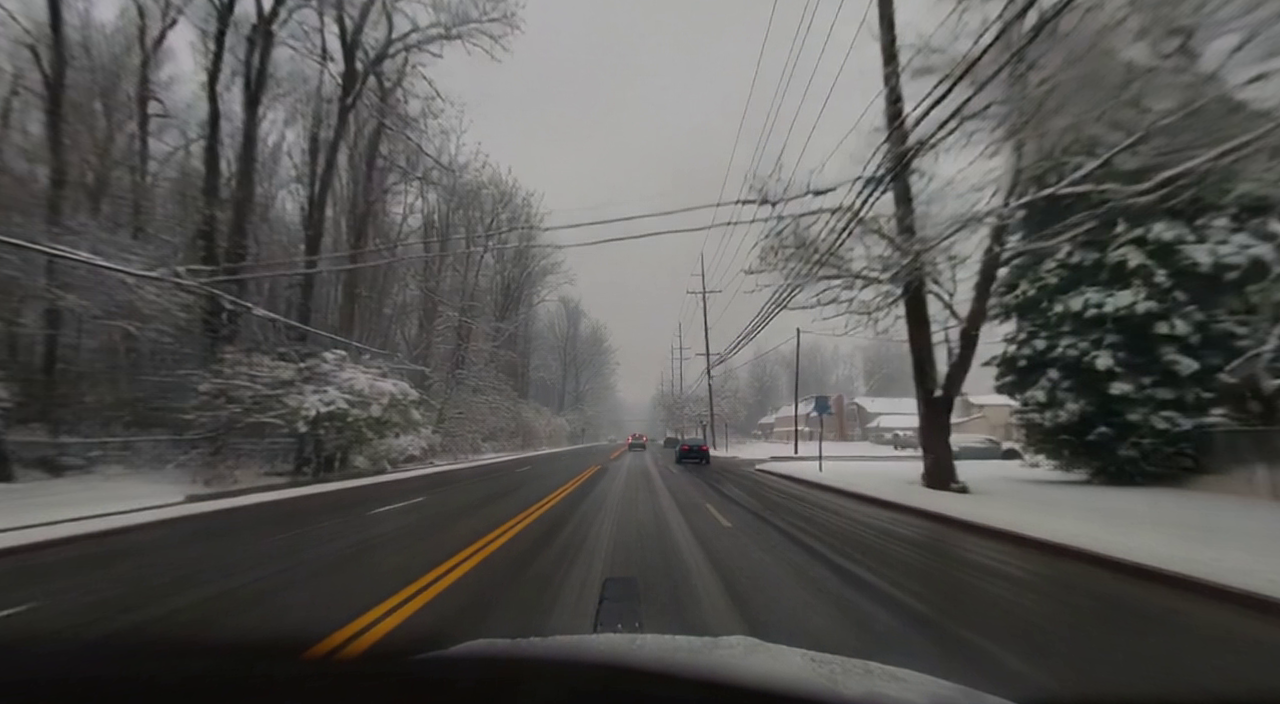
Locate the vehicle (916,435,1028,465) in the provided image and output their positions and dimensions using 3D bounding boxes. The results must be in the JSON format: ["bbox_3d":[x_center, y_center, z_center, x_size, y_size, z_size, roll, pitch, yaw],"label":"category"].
[{"bbox_3d":[16.985,5.023,32.357,4.672,1.463,1.863,0,-8,1],"label":"vehicle"}]

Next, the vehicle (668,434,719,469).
[{"bbox_3d":[2.351,4.538,28.775,1.975,1.497,3.647,0,-8,-1],"label":"vehicle"}]
